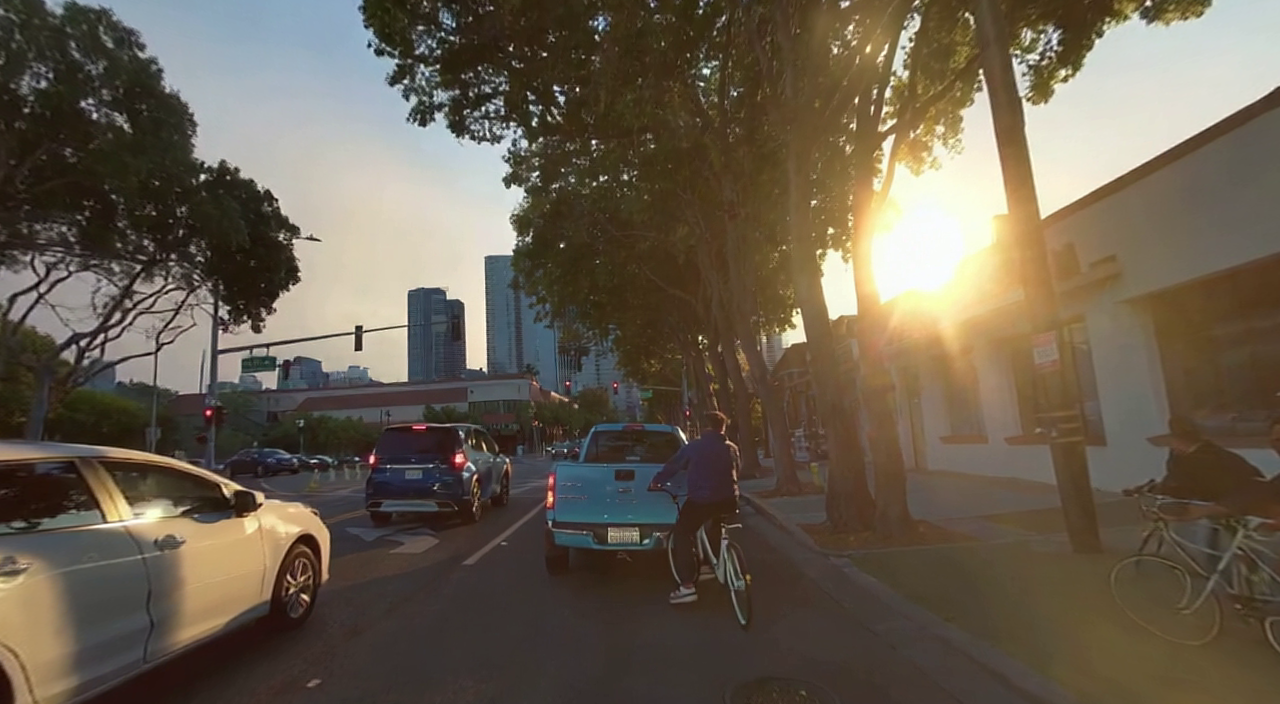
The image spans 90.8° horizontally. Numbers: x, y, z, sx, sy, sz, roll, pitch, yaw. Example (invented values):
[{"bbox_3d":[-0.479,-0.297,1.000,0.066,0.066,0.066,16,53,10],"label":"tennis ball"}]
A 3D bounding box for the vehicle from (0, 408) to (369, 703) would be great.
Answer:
[{"bbox_3d":[-3.562,1.154,3.685,2.064,1.486,4.140,0,-9,1],"label":"vehicle"}]

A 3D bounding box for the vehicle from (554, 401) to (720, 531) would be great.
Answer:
[{"bbox_3d":[-0.099,2.051,11.844,2.426,1.882,5.027,0,-9,-1],"label":"vehicle"}]

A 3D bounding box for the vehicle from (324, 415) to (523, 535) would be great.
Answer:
[{"bbox_3d":[-3.616,2.164,11.632,2.046,1.750,4.452,0,-9,0],"label":"vehicle"}]
